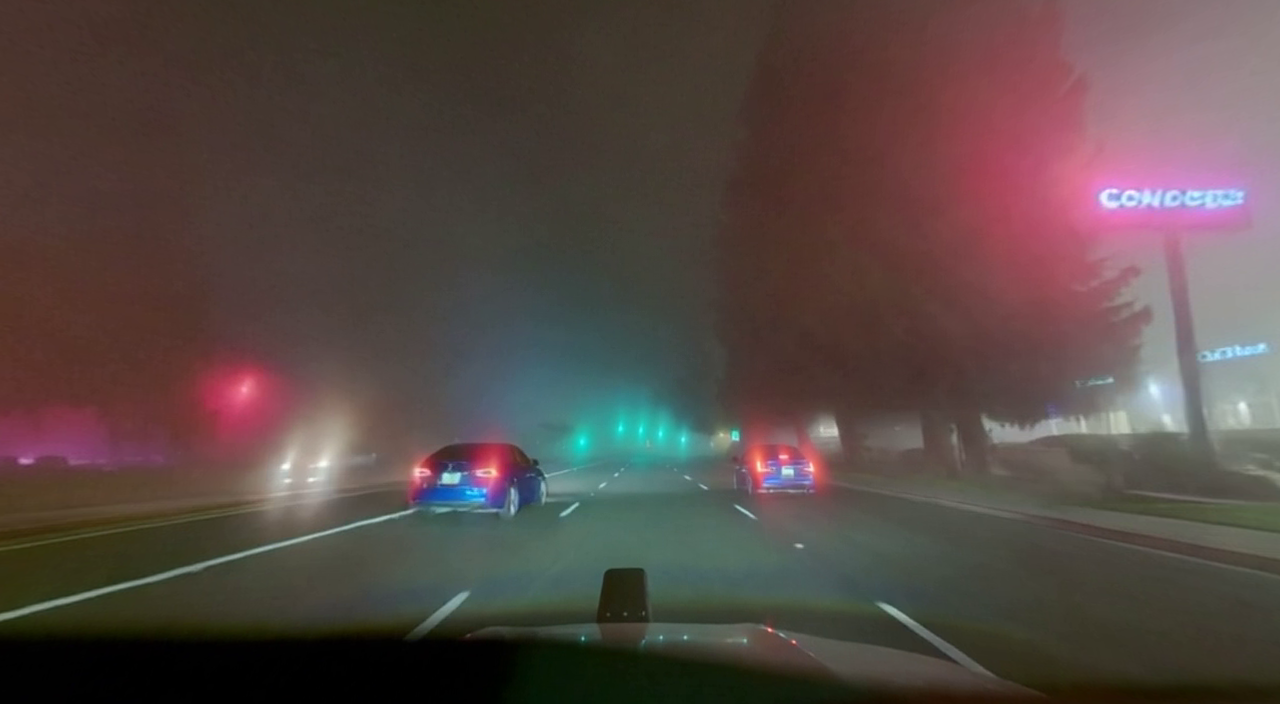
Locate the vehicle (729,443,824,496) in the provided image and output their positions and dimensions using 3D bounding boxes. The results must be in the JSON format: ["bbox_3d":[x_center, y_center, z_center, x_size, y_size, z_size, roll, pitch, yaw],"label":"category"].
[{"bbox_3d":[4.180,3.659,20.063,1.977,1.474,4.399,0,-8,-1],"label":"vehicle"}]

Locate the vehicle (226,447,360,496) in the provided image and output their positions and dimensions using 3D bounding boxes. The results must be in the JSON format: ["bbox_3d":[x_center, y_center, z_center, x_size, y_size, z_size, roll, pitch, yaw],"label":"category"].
[{"bbox_3d":[-12.343,4.239,22.891,2.099,1.542,4.752,0,-8,1],"label":"vehicle"}]

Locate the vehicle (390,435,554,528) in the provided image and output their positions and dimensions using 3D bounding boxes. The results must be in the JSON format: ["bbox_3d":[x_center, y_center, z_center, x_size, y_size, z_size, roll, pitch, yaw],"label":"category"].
[{"bbox_3d":[-3.057,2.448,12.537,2.001,1.504,4.212,-1,-8,2],"label":"vehicle"}]
